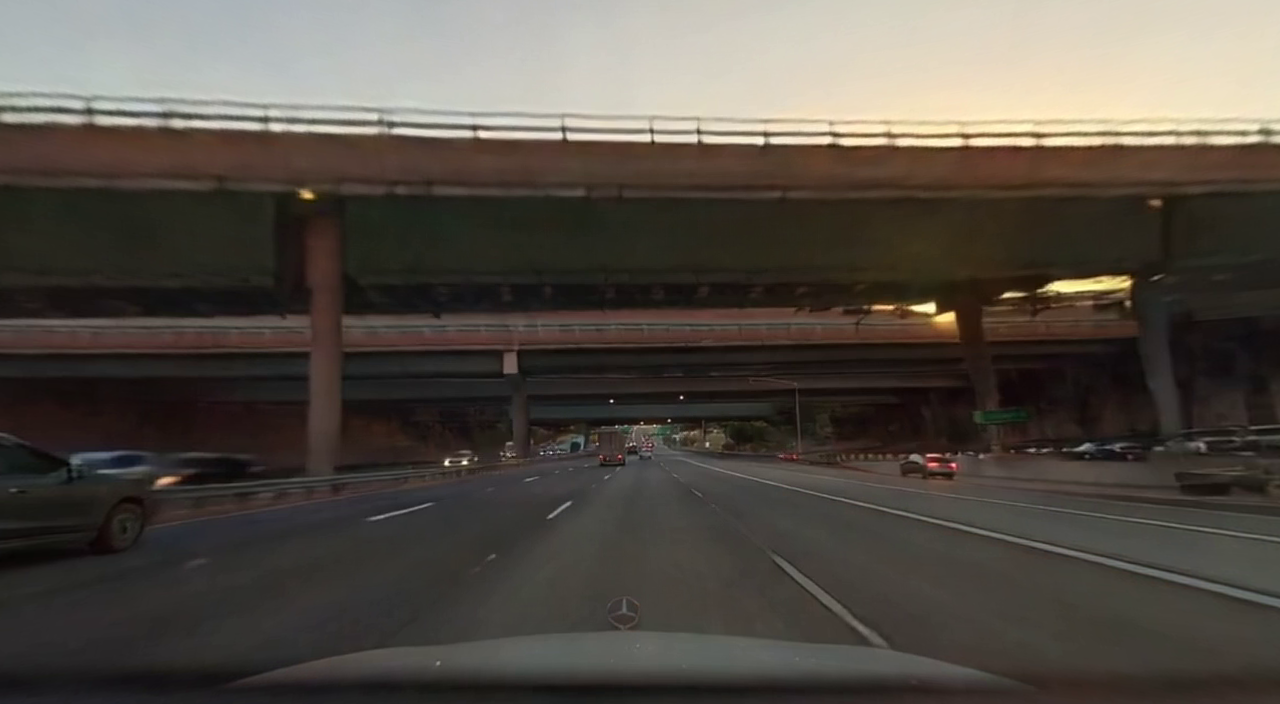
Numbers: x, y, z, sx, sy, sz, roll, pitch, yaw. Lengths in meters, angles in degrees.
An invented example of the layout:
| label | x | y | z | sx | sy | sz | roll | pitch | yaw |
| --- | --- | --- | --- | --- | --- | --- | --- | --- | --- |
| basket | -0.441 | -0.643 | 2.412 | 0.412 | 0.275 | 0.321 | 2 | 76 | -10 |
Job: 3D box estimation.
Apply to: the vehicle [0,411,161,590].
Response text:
| label | x | y | z | sx | sy | sz | roll | pitch | yaw |
| --- | --- | --- | --- | --- | --- | --- | --- | --- | --- |
| vehicle | -7.347 | 1.385 | 5.727 | 2.168 | 1.729 | 4.724 | 0 | -9 | 1 |

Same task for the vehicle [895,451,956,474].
| label | x | y | z | sx | sy | sz | roll | pitch | yaw |
| --- | --- | --- | --- | --- | --- | --- | --- | --- | --- |
| vehicle | 19.076 | 7.388 | 42.263 | 1.912 | 1.450 | 4.581 | 0 | -9 | 0 |
